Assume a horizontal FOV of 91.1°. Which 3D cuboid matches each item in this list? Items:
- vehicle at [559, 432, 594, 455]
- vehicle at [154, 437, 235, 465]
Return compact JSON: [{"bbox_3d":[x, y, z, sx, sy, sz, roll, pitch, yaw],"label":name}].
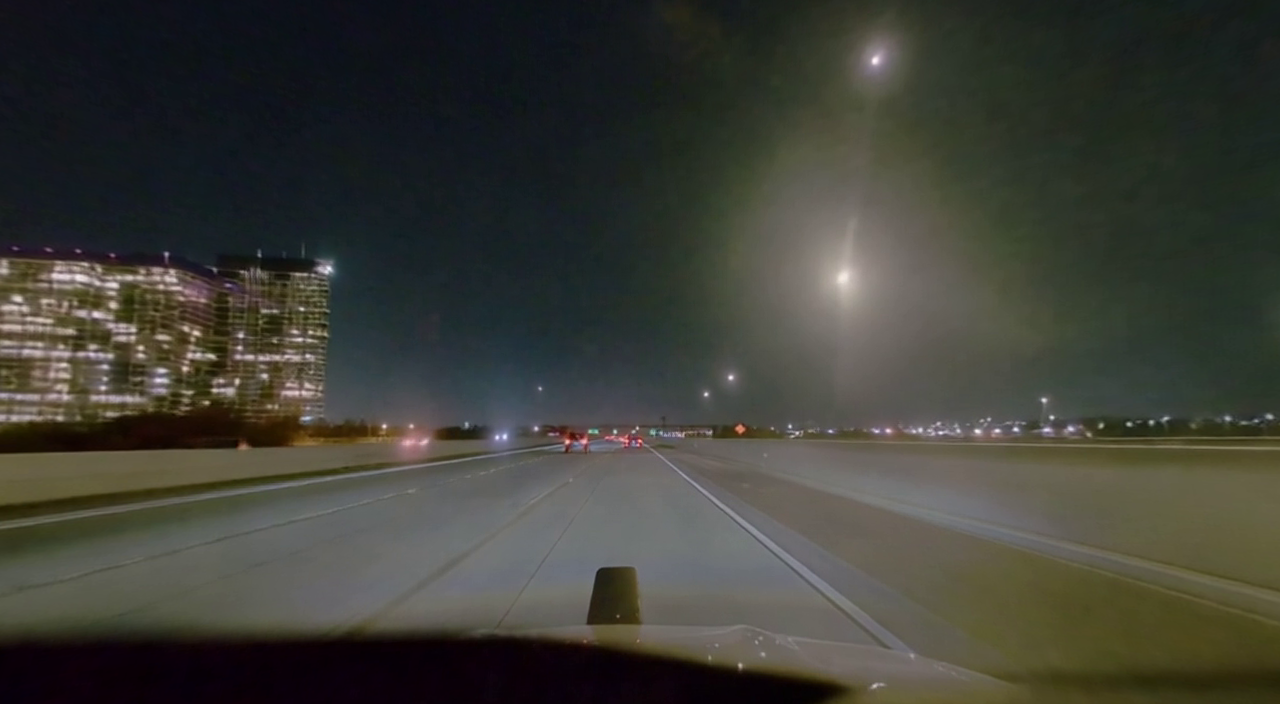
[{"bbox_3d":[-4.582,6.659,45.975,2.036,1.612,4.510,0,-8,1],"label":"vehicle"},{"bbox_3d":[-24.973,5.538,35.421,1.749,1.452,3.764,0,-8,1],"label":"vehicle"}]
